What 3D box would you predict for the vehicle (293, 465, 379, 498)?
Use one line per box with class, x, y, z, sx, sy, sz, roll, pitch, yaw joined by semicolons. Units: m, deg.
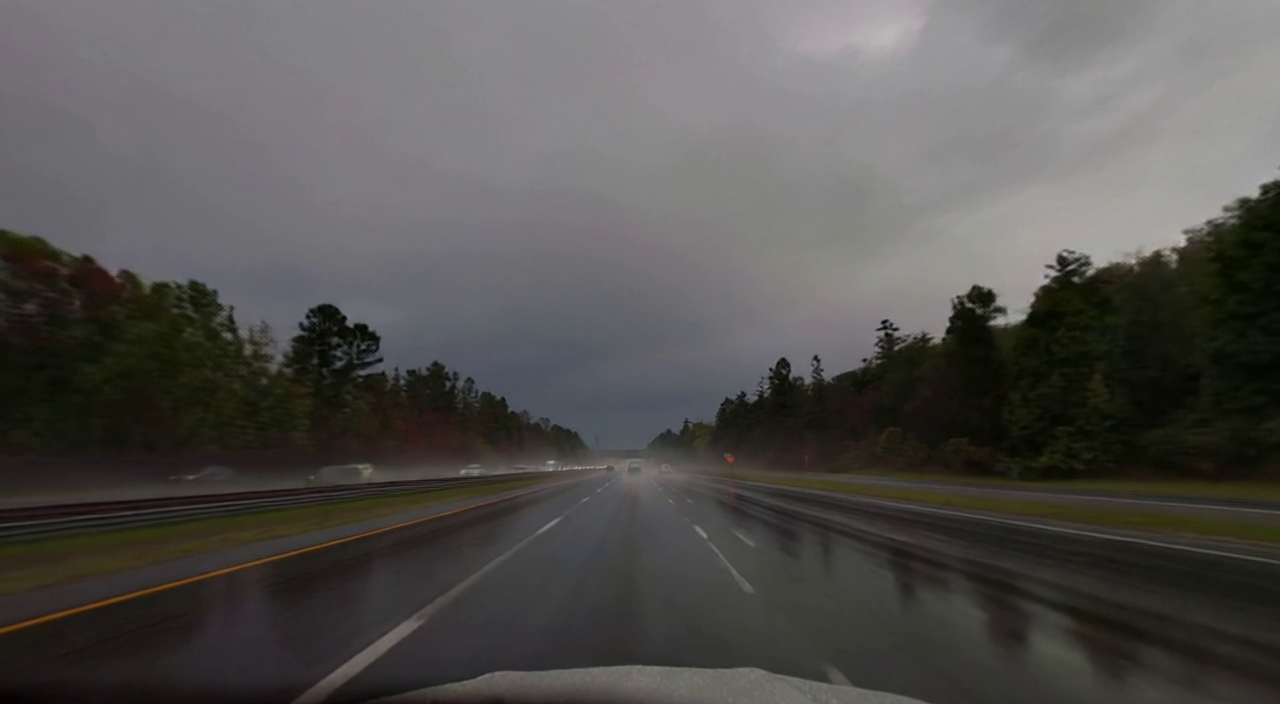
vehicle;-16.941;7.227;35.437;1.944;1.648;5.787;1;-10;0
